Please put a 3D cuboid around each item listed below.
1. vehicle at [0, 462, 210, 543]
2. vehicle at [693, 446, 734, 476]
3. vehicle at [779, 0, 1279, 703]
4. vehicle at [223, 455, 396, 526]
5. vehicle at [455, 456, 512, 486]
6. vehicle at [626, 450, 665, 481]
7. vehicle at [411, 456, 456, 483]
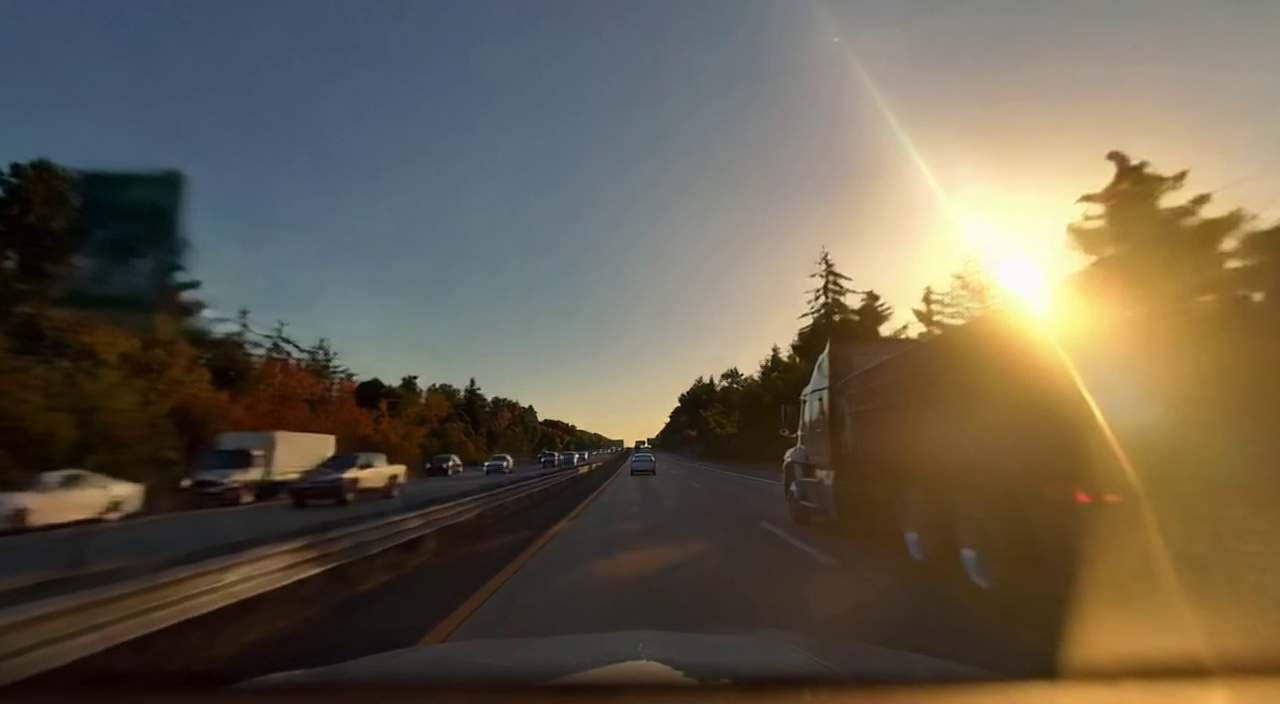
[{"bbox_3d":[-12.727,3.367,14.768,2.004,1.484,4.667,0,-9,-1],"label":"vehicle"},{"bbox_3d":[4.669,7.007,40.693,2.020,1.849,4.051,0,-9,-2],"label":"vehicle"},{"bbox_3d":[4.455,0.738,7.458,2.885,3.679,12.102,0,-9,0],"label":"vehicle"},{"bbox_3d":[-7.891,3.314,15.632,1.965,1.453,4.364,0,-9,-1],"label":"vehicle"},{"bbox_3d":[-8.304,6.349,33.903,1.935,1.477,4.537,0,-9,0],"label":"vehicle"},{"bbox_3d":[0.262,5.991,33.447,1.939,1.495,3.612,0,-9,0],"label":"vehicle"},{"bbox_3d":[-13.305,7.534,40.700,1.715,1.590,3.514,0,-9,0],"label":"vehicle"}]
